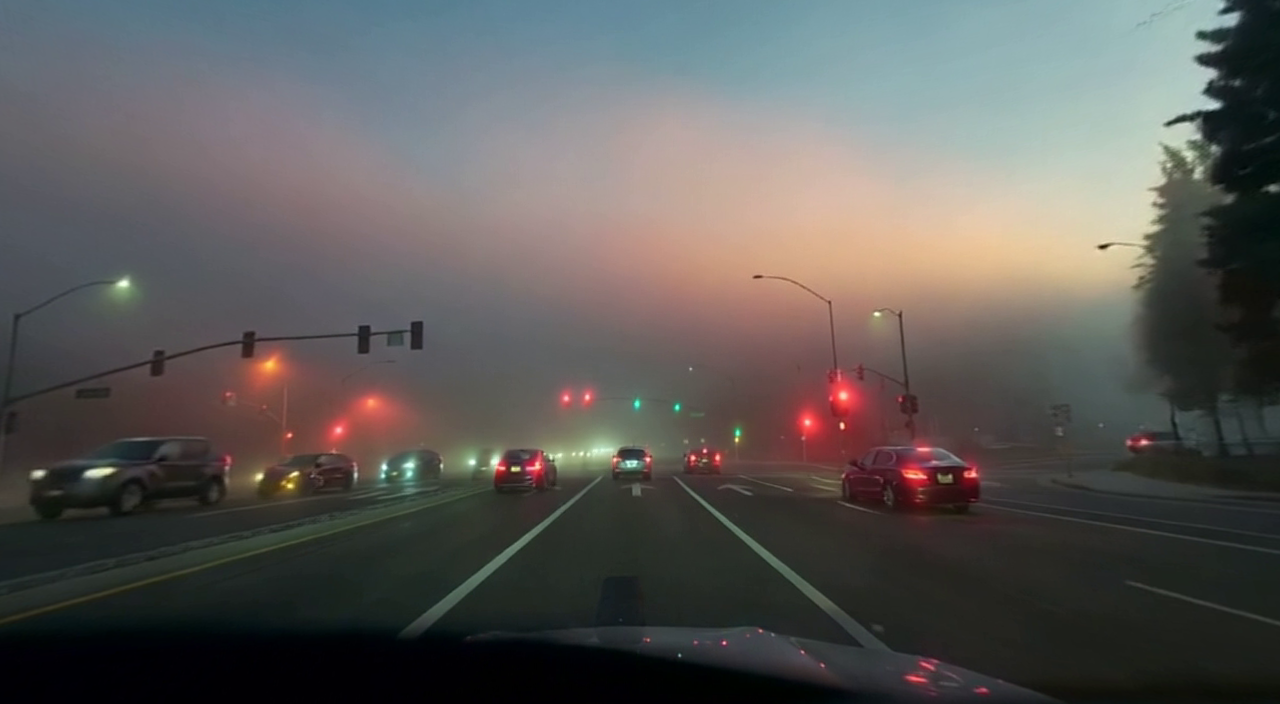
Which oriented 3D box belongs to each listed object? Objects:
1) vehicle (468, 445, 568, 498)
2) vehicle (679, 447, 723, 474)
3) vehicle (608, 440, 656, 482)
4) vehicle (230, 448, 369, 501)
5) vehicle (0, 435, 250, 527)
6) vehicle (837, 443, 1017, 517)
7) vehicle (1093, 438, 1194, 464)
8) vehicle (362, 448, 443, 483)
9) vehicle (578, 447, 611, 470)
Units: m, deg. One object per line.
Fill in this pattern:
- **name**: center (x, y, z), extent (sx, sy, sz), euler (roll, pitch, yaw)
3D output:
- **vehicle**: center (-3.708, 3.692, 20.047), extent (2.163, 1.474, 4.413), euler (0, -8, 2)
- **vehicle**: center (3.425, 6.162, 36.137), extent (2.014, 1.430, 4.103), euler (0, -8, -2)
- **vehicle**: center (-0.331, 4.869, 28.578), extent (2.008, 1.716, 4.125), euler (0, -8, 0)
- **vehicle**: center (-10.739, 3.852, 20.377), extent (1.924, 1.479, 4.508), euler (0, -8, 0)
- **vehicle**: center (-10.906, 2.707, 13.863), extent (2.026, 1.706, 4.041), euler (0, -8, 1)
- **vehicle**: center (6.440, 2.892, 14.921), extent (2.028, 1.451, 4.625), euler (0, -8, -1)
- **vehicle**: center (29.381, 5.775, 36.899), extent (4.568, 1.475, 2.022), euler (2, -9, -12)
- **vehicle**: center (-10.983, 5.265, 29.586), extent (2.047, 1.479, 4.228), euler (0, -8, 2)
- **vehicle**: center (-3.093, 7.308, 43.678), extent (2.002, 1.502, 4.057), euler (0, -8, 0)
